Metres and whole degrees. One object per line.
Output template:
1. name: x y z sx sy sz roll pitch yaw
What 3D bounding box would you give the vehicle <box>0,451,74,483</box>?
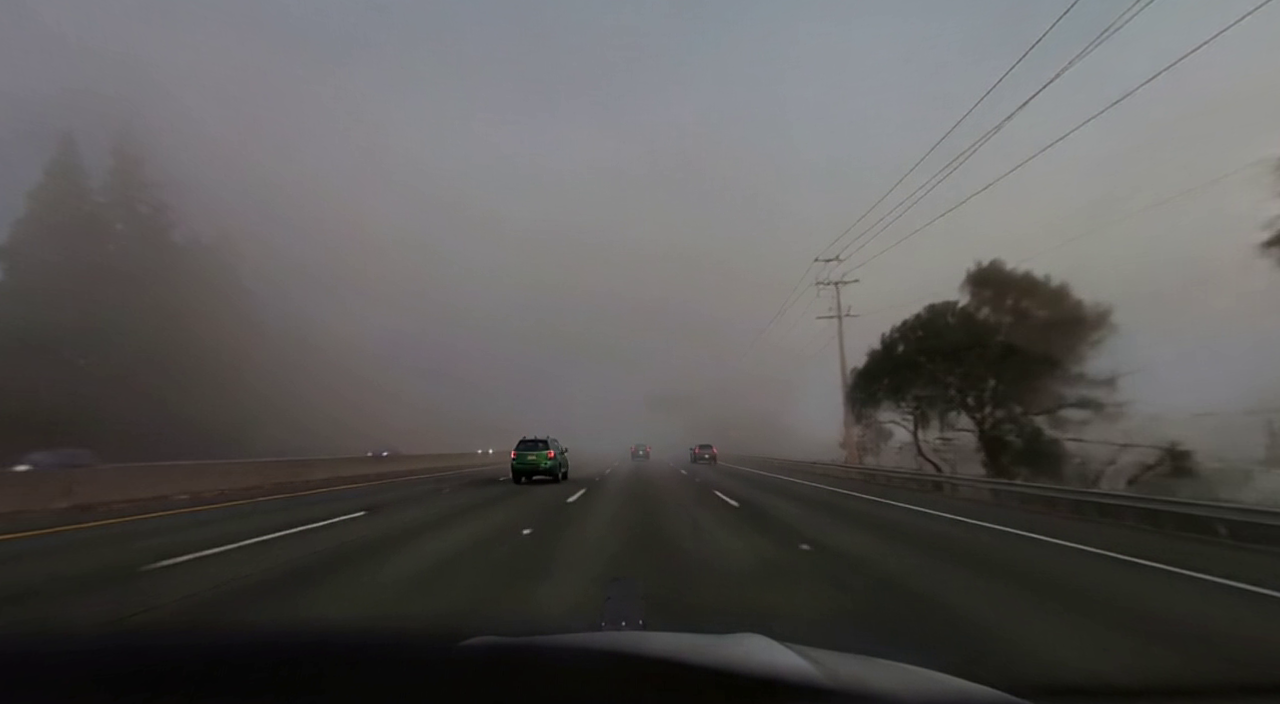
1. vehicle: -32.844 6.008 33.207 1.834 1.535 4.572 0 -8 0

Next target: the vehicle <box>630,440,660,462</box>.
1. vehicle: 0.384 7.622 48.595 2.156 1.647 3.987 0 -8 1

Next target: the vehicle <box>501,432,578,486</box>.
1. vehicle: -3.388 3.702 22.090 1.961 1.704 4.052 0 -8 1

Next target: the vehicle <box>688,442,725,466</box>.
1. vehicle: 4.316 6.683 41.553 1.964 1.479 4.252 0 -8 -1
